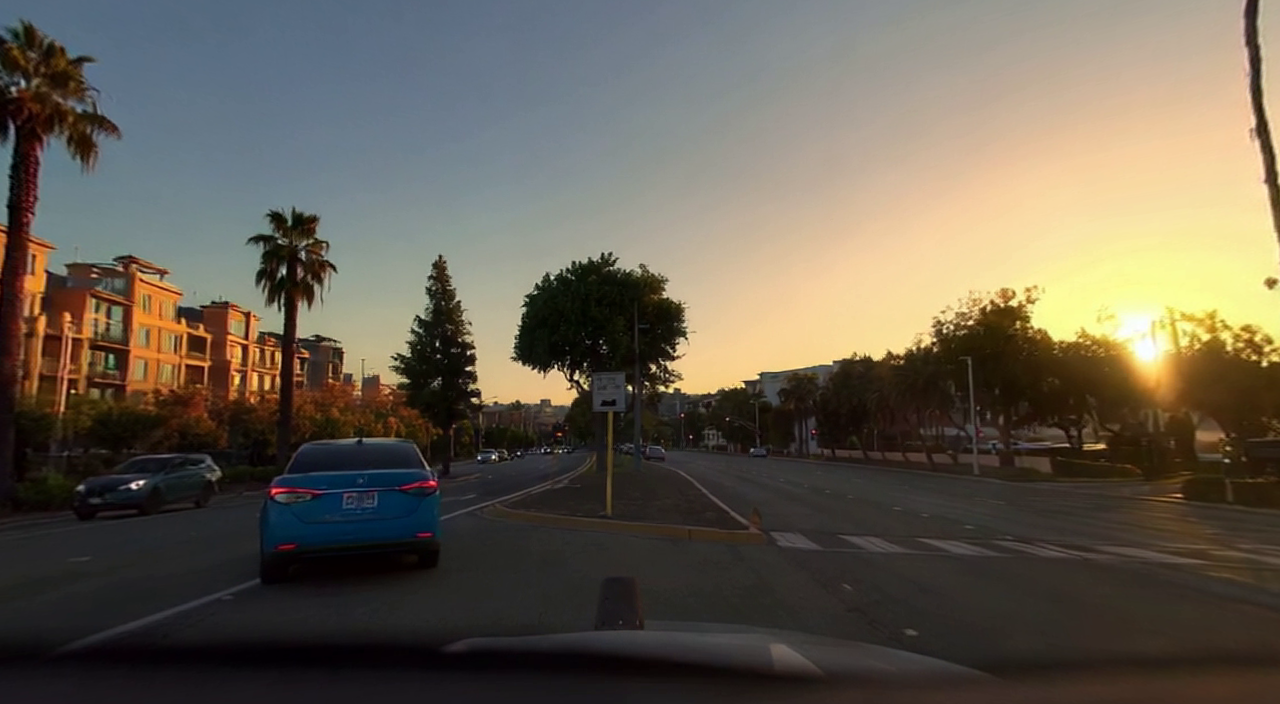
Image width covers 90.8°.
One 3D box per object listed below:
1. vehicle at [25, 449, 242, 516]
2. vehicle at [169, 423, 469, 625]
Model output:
[{"bbox_3d":[-12.974,3.324,16.706,2.099,1.464,4.615,0,-9,-4],"label":"vehicle"},{"bbox_3d":[-3.801,1.618,7.035,1.986,1.473,4.382,7,-11,-39],"label":"vehicle"}]
